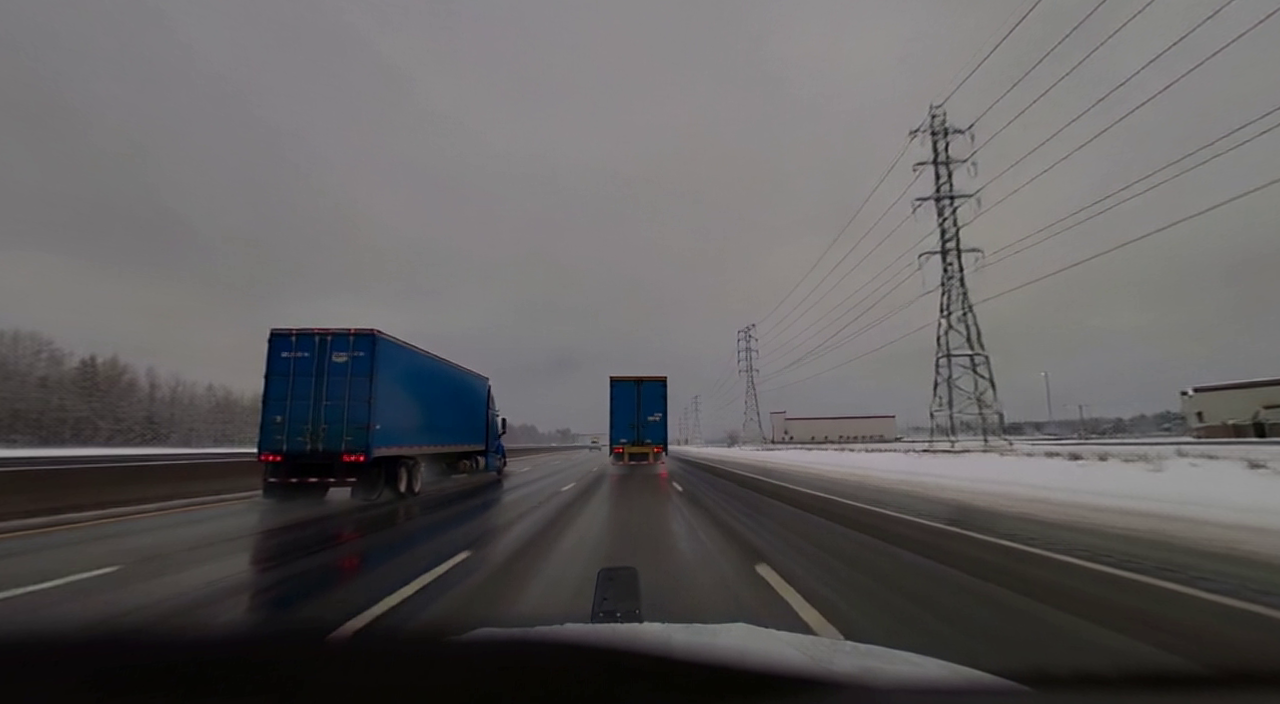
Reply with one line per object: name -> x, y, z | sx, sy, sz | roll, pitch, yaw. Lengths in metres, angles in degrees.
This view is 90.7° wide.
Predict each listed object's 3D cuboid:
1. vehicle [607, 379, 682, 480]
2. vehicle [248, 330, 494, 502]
vehicle -> 0.117, 3.707, 29.386 | 2.858, 3.847, 10.034 | 0, -9, -1
vehicle -> -7.502, 2.281, 20.253 | 2.937, 3.981, 11.119 | 0, -9, 0
